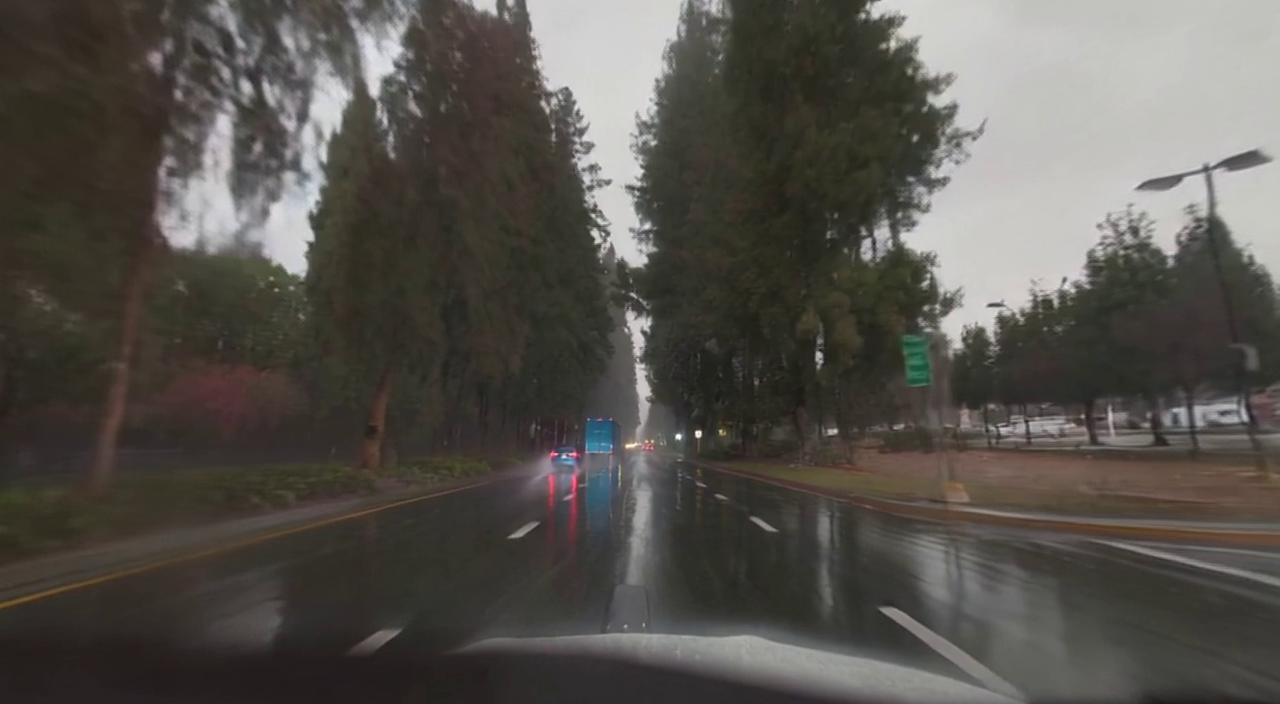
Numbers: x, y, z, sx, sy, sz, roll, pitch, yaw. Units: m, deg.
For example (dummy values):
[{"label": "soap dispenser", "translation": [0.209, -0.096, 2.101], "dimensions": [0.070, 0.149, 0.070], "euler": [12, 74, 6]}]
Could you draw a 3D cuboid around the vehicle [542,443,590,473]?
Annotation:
[{"label": "vehicle", "translation": [-3.889, 5.658, 33.937], "dimensions": [2.005, 1.462, 4.345], "euler": [0, -8, 1]}]
